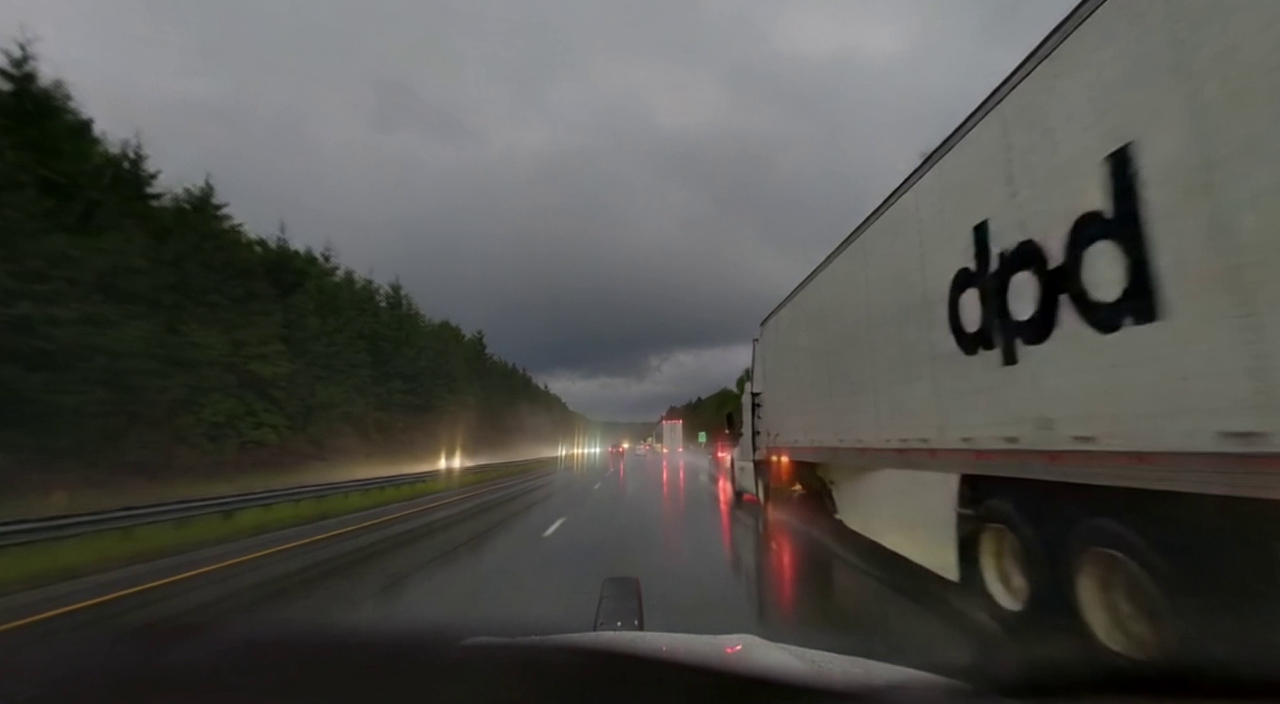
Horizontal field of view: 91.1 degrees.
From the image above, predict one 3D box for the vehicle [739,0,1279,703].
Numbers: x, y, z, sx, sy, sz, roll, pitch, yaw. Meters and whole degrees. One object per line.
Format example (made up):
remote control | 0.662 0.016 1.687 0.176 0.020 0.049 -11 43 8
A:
vehicle | 4.066 0.506 8.259 2.973 4.007 14.076 0 -9 -1
